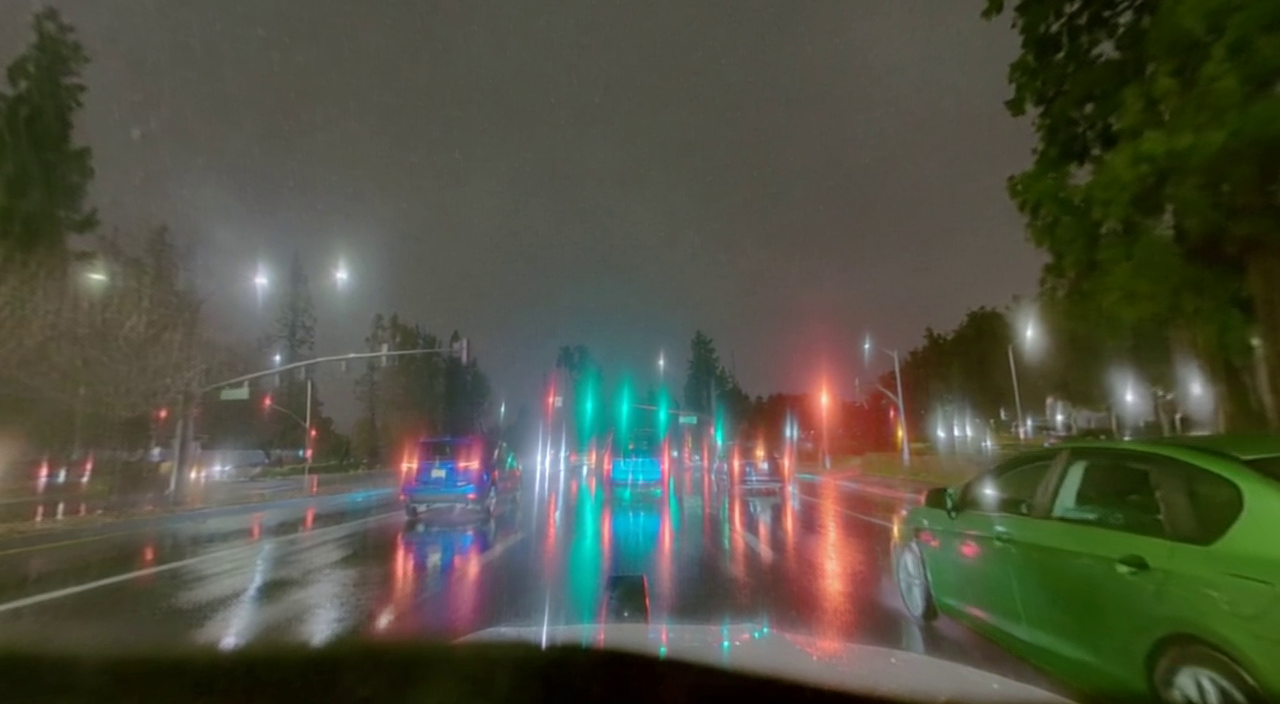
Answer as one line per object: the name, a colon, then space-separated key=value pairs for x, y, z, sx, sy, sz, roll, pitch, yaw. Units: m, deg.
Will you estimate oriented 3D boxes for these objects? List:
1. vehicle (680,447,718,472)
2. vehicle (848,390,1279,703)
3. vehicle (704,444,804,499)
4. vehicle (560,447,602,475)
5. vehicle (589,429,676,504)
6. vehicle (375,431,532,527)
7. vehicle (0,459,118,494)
vehicle: x=3.807 y=6.972 z=41.109 sx=1.996 sy=1.443 sz=4.270 roll=0 pitch=-8 yaw=-1
vehicle: x=3.011 y=1.139 z=3.809 sx=1.976 sy=1.491 sz=4.427 roll=0 pitch=-8 yaw=0
vehicle: x=3.357 y=3.606 z=19.570 sx=2.036 sy=1.480 sz=4.659 roll=0 pitch=-8 yaw=-3
vehicle: x=-3.343 y=6.282 z=36.449 sx=1.897 sy=1.479 sz=4.204 roll=0 pitch=-8 yaw=1
vehicle: x=-0.194 y=3.132 z=17.685 sx=2.132 sy=1.816 sz=4.471 roll=0 pitch=-8 yaw=0
vehicle: x=-3.748 y=2.625 z=13.619 sx=2.039 sy=1.709 sz=4.265 roll=0 pitch=-8 yaw=1
vehicle: x=-34.016 y=7.203 z=36.538 sx=5.352 sy=1.850 sz=2.276 roll=0 pitch=-8 yaw=-2
